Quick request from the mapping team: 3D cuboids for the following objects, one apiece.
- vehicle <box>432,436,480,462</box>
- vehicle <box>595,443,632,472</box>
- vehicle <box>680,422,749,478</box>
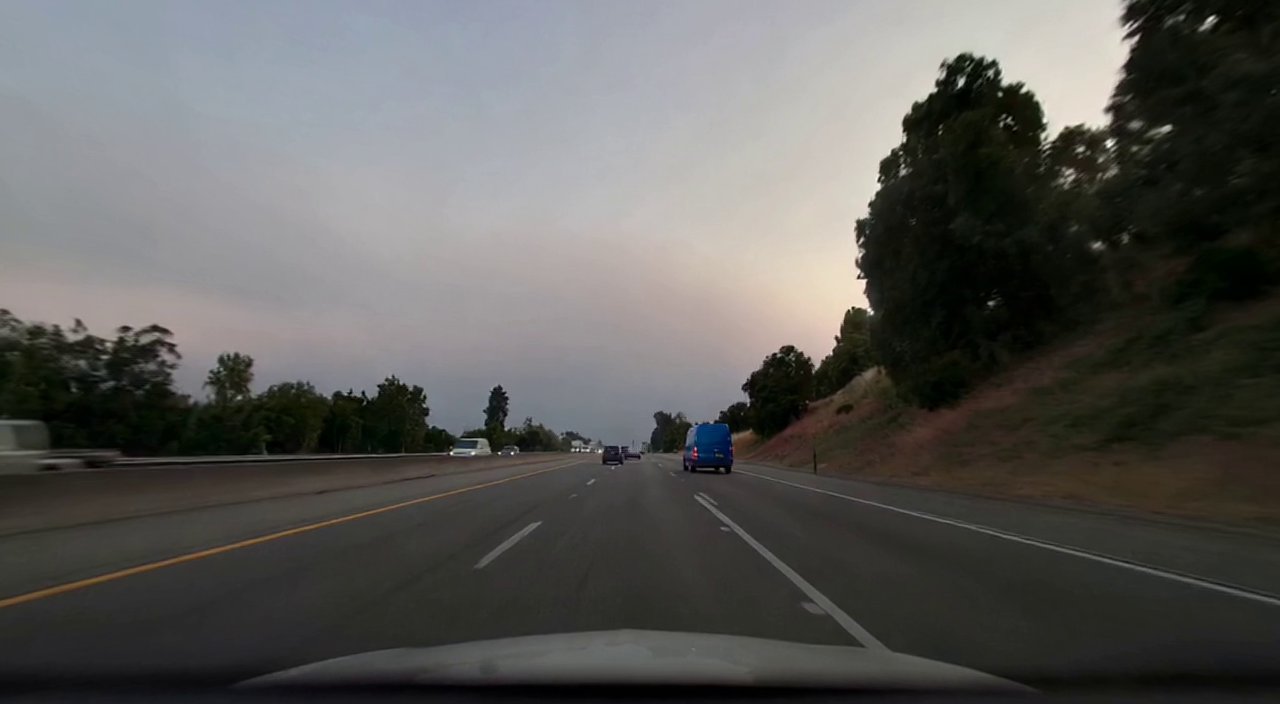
[{"bbox_3d":[-12.894,6.854,44.475,2.014,1.681,4.914,0,-9,-2],"label":"vehicle"},{"bbox_3d":[-1.580,6.565,39.302,2.069,1.666,4.338,0,-9,1],"label":"vehicle"},{"bbox_3d":[3.627,4.998,32.175,2.552,2.524,6.630,0,-9,-1],"label":"vehicle"}]
